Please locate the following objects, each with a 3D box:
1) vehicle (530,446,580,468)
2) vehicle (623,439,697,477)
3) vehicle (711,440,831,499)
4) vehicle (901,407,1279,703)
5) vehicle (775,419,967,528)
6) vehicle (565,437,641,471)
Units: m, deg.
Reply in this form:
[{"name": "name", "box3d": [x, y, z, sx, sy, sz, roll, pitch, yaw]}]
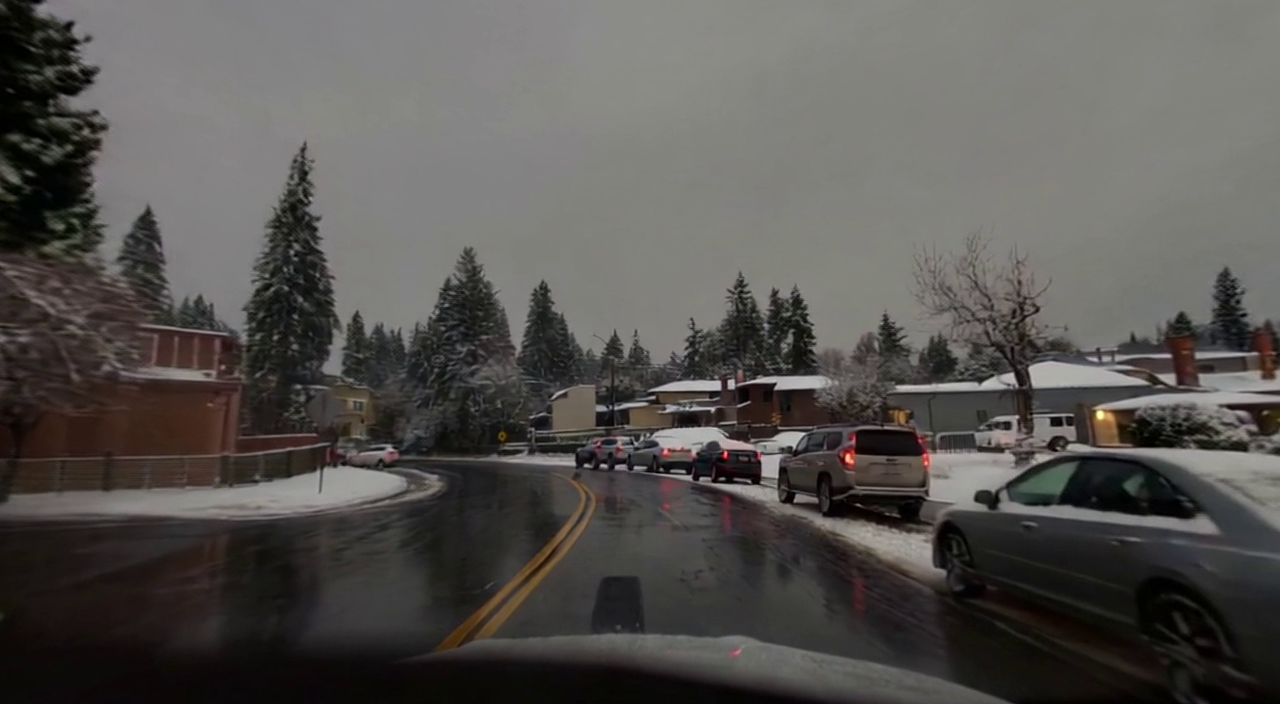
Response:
[{"name": "vehicle", "box3d": [-6.202, 7.547, 45.669, 1.789, 1.504, 4.435, 6, -10, -33]}, {"name": "vehicle", "box3d": [0.894, 5.208, 31.245, 1.967, 1.698, 4.649, 3, -9, -21]}, {"name": "vehicle", "box3d": [3.676, 3.400, 18.724, 1.844, 1.501, 4.635, 2, -9, -10]}, {"name": "vehicle", "box3d": [3.913, 1.292, 4.692, 2.046, 1.502, 4.767, 0, -9, 2]}, {"name": "vehicle", "box3d": [4.341, 2.356, 12.826, 1.922, 1.785, 4.513, 1, -9, -4]}, {"name": "vehicle", "box3d": [-2.374, 6.217, 38.767, 2.511, 1.904, 6.143, 4, -10, -25]}]
